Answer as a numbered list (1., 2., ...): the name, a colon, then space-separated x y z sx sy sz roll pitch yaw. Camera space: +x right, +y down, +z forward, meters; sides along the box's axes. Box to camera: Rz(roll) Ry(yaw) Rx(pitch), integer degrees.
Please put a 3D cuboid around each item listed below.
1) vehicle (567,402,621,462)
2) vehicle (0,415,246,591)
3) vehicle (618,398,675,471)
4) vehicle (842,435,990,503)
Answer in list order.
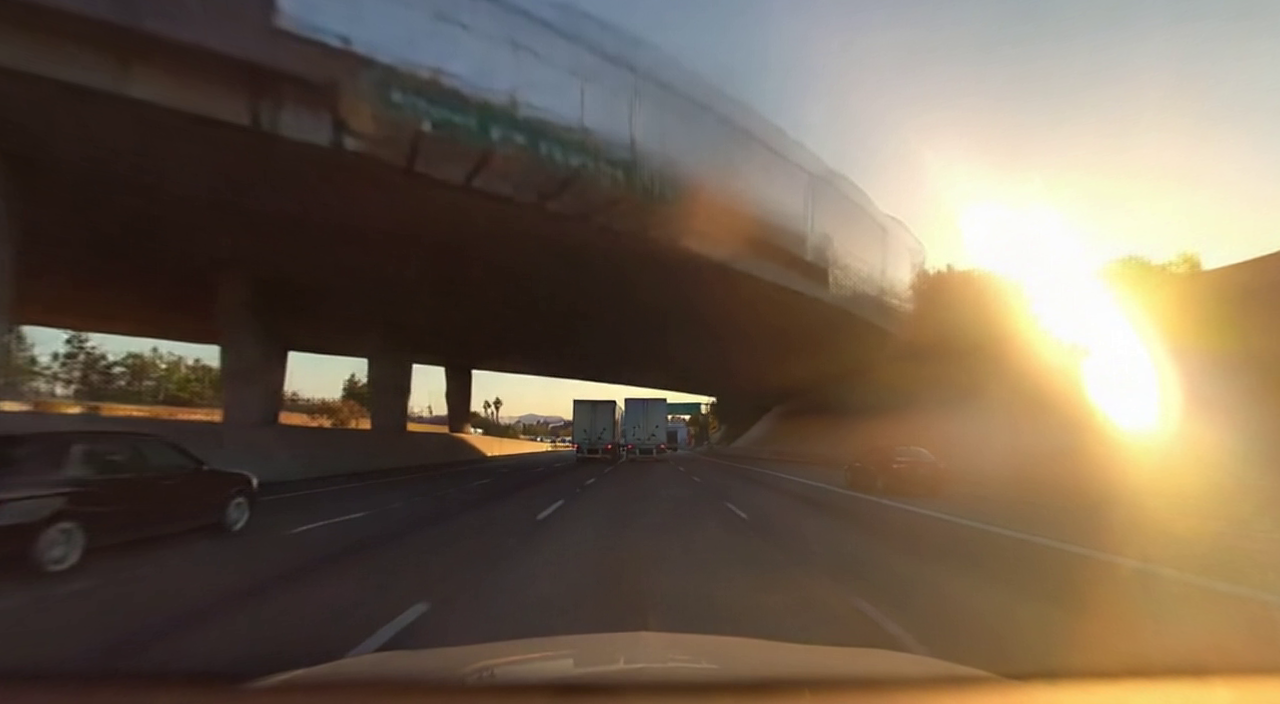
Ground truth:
1. vehicle: -3.230 6.064 47.439 2.962 3.947 11.574 0 -8 1
2. vehicle: -6.664 1.470 6.621 1.992 1.547 4.673 0 -8 0
3. vehicle: 0.311 4.997 39.905 3.054 3.944 11.230 0 -5 0
4. vehicle: 7.181 3.045 17.024 1.969 1.560 4.394 0 -8 -1
